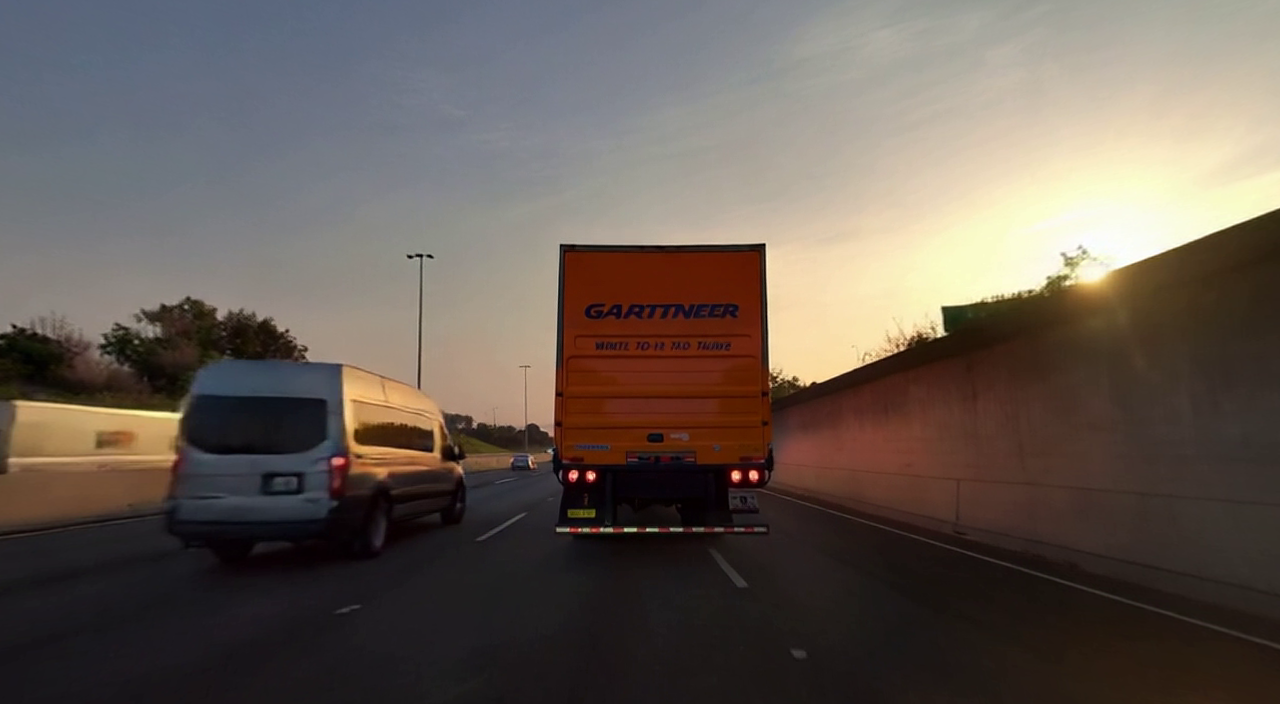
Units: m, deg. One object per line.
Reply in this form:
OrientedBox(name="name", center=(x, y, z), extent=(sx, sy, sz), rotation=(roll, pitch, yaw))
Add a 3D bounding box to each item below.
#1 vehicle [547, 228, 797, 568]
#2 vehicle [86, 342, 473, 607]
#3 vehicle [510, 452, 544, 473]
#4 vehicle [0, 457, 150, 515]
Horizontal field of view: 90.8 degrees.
OrientedBox(name="vehicle", center=(0.427, 1.294, 12.725), extent=(2.853, 4.054, 10.557), rotation=(0, -9, 1))
OrientedBox(name="vehicle", center=(-4.115, 1.554, 8.681), extent=(2.208, 2.522, 5.187), rotation=(0, -9, -1))
OrientedBox(name="vehicle", center=(-8.242, 8.048, 46.169), extent=(1.828, 1.502, 3.385), rotation=(0, -9, 1))
OrientedBox(name="vehicle", center=(-17.087, 3.845, 18.535), extent=(1.878, 1.441, 4.330), rotation=(0, -9, 0))
